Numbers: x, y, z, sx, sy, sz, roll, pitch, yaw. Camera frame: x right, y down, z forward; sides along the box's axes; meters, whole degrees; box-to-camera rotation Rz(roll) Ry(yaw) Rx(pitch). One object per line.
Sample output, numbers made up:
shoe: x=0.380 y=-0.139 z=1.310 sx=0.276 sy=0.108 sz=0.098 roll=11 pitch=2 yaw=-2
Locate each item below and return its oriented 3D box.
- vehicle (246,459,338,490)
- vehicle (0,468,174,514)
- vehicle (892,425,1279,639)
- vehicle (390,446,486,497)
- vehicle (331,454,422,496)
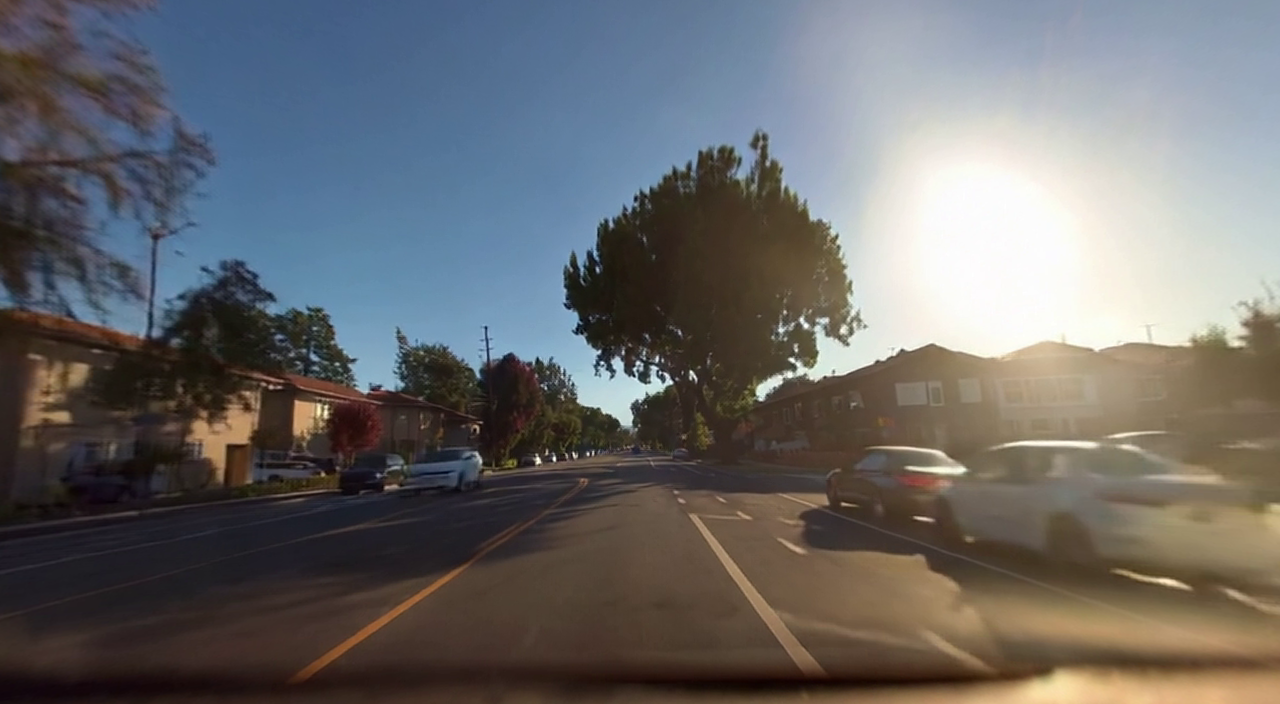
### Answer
vehicle: x=-20.915 y=7.358 z=38.121 sx=4.340 sy=1.727 sz=2.048 roll=-1 pitch=-9 yaw=2
vehicle: x=-19.471 y=4.895 z=22.382 sx=4.367 sy=1.480 sz=1.903 roll=0 pitch=-9 yaw=2
vehicle: x=4.885 y=1.646 z=7.026 sx=2.008 sy=1.481 sz=5.049 roll=0 pitch=-9 yaw=-1
vehicle: x=-7.474 y=4.447 z=23.977 sx=2.092 sy=1.741 sz=4.559 roll=0 pitch=-9 yaw=1
vehicle: x=-12.630 y=5.892 z=30.741 sx=2.128 sy=1.768 sz=5.306 roll=0 pitch=-9 yaw=0
